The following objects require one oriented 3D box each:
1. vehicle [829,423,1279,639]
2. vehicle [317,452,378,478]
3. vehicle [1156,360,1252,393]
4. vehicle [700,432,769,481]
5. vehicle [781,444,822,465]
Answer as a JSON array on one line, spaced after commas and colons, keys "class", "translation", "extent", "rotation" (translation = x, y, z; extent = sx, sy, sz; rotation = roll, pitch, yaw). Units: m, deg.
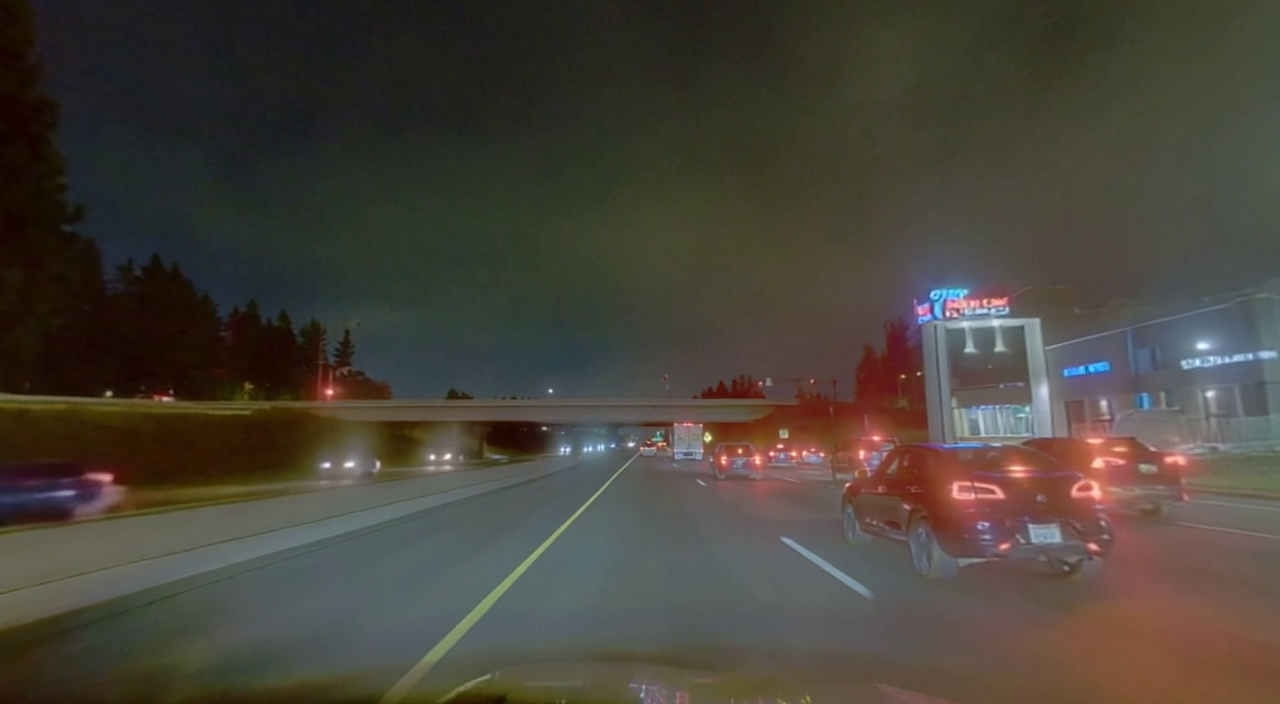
[{"class": "vehicle", "translation": [3.632, 1.567, 6.659], "extent": [1.902, 1.481, 4.451], "rotation": [0, -8, 0]}, {"class": "vehicle", "translation": [-19.261, 7.434, 41.724], "extent": [1.894, 1.499, 4.357], "rotation": [0, -8, 0]}, {"class": "vehicle", "translation": [37.247, 1.674, 41.848], "extent": [2.024, 1.757, 4.696], "rotation": [0, -8, 0]}, {"class": "vehicle", "translation": [3.851, 4.344, 26.534], "extent": [2.086, 1.858, 4.737], "rotation": [0, -8, -1]}, {"class": "vehicle", "translation": [11.697, 7.446, 45.943], "extent": [1.926, 1.451, 3.936], "rotation": [0, -8, -1]}]
